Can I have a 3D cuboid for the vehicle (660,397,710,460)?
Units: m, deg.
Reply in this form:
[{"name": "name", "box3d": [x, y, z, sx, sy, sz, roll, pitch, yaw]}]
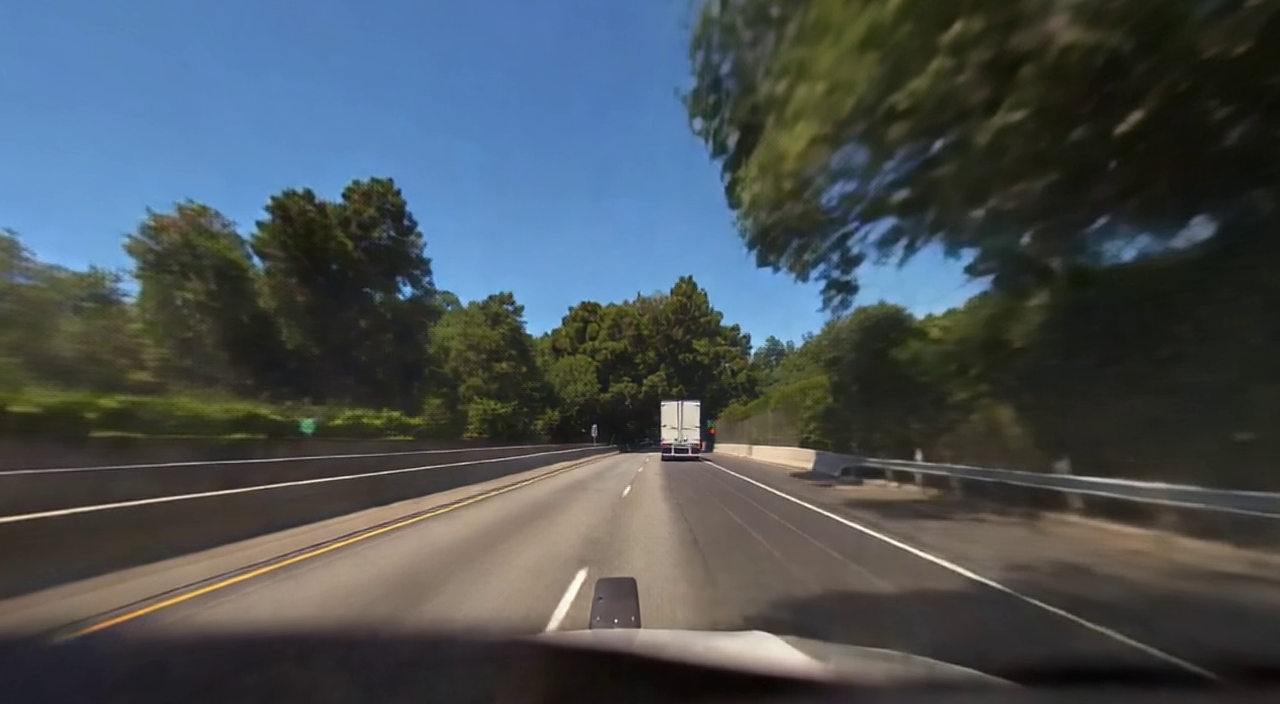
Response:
[{"name": "vehicle", "box3d": [3.220, 5.940, 48.022, 3.156, 4.196, 11.351, -1, -8, 1]}]
